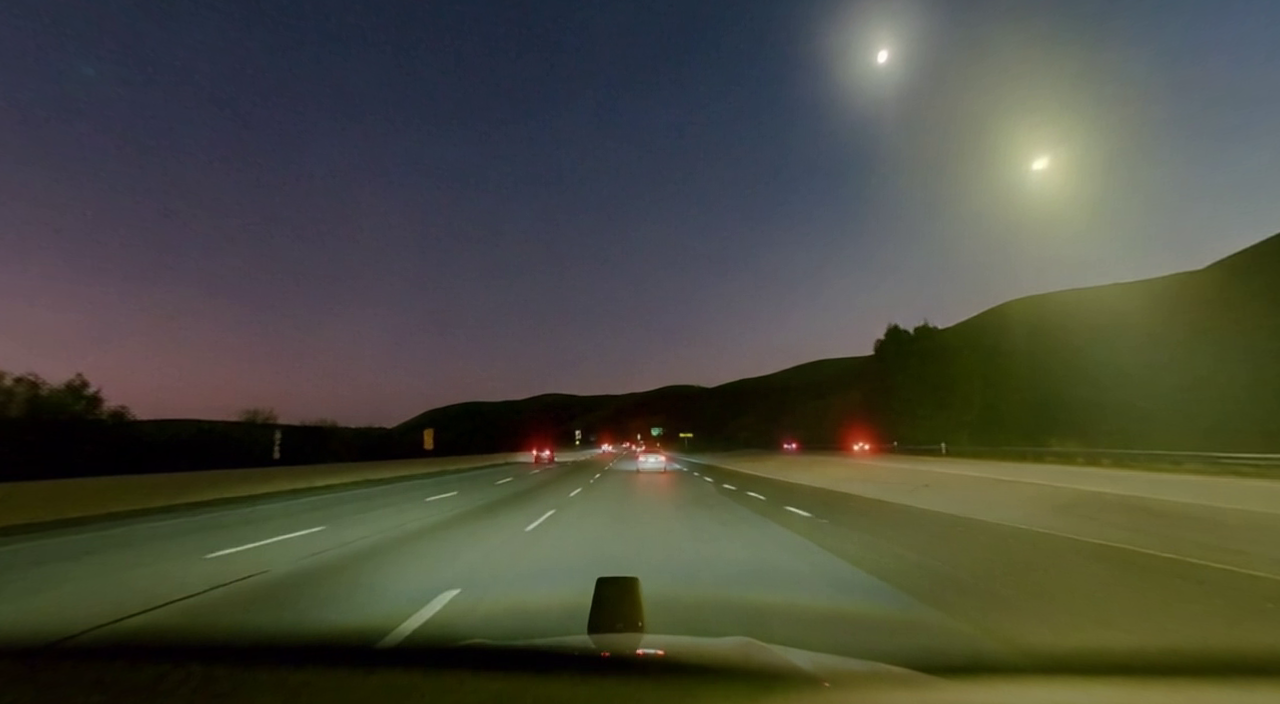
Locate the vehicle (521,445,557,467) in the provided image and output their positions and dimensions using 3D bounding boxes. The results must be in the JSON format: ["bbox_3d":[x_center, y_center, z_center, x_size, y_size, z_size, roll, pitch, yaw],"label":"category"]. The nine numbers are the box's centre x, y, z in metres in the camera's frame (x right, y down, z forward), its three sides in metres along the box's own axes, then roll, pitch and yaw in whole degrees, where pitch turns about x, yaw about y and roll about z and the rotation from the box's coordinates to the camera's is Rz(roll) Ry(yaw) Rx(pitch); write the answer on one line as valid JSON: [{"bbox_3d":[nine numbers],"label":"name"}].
[{"bbox_3d":[-7.144,7.430,44.999,1.955,1.468,3.637,0,-9,0],"label":"vehicle"}]

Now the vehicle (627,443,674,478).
[{"bbox_3d":[0.392,4.948,28.919,2.019,1.475,4.301,0,-9,-1],"label":"vehicle"}]
